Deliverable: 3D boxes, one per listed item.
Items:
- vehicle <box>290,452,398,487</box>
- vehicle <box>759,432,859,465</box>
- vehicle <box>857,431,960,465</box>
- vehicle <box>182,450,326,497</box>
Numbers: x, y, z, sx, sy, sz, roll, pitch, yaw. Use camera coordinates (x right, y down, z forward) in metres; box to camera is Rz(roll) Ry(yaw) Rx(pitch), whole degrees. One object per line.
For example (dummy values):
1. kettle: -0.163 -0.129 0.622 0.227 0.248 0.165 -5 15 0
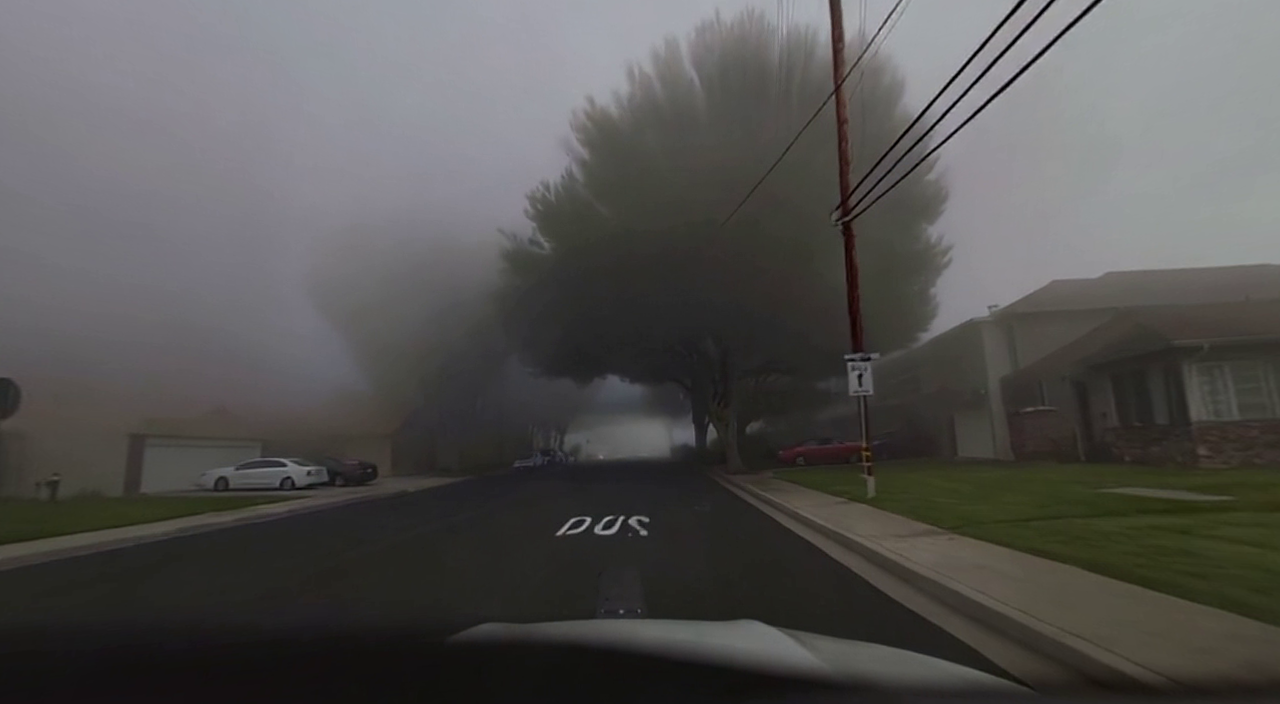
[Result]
1. vehicle: -14.220 5.638 30.512 4.260 1.588 1.927 -1 -9 5
2. vehicle: 9.346 5.364 35.267 4.952 1.775 2.089 0 -8 0
3. vehicle: 13.012 4.687 30.797 4.122 1.610 1.888 0 -9 2
4. vehicle: -15.127 4.733 24.887 4.500 1.714 1.924 -1 -9 7
